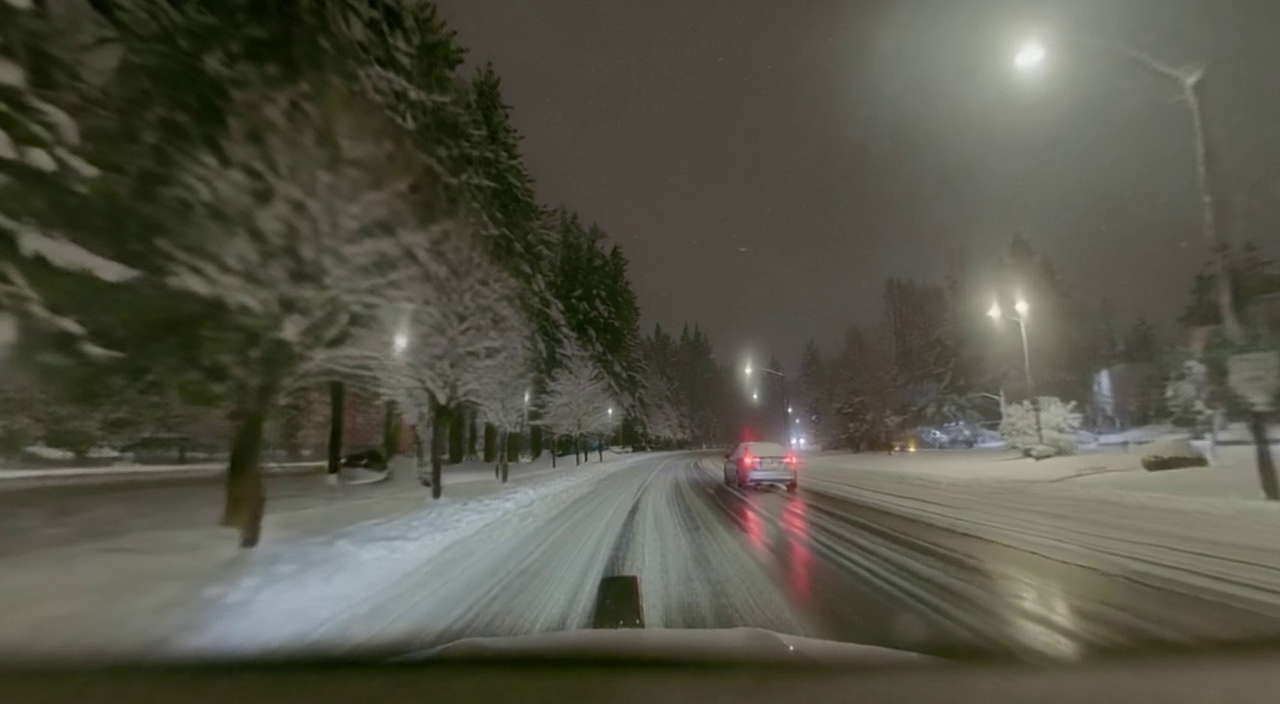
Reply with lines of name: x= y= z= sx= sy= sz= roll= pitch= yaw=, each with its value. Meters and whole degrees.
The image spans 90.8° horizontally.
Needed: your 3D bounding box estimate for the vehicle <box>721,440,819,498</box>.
vehicle: x=3.657 y=3.365 z=18.624 sx=1.928 sy=1.481 sz=4.453 roll=0 pitch=-9 yaw=0
